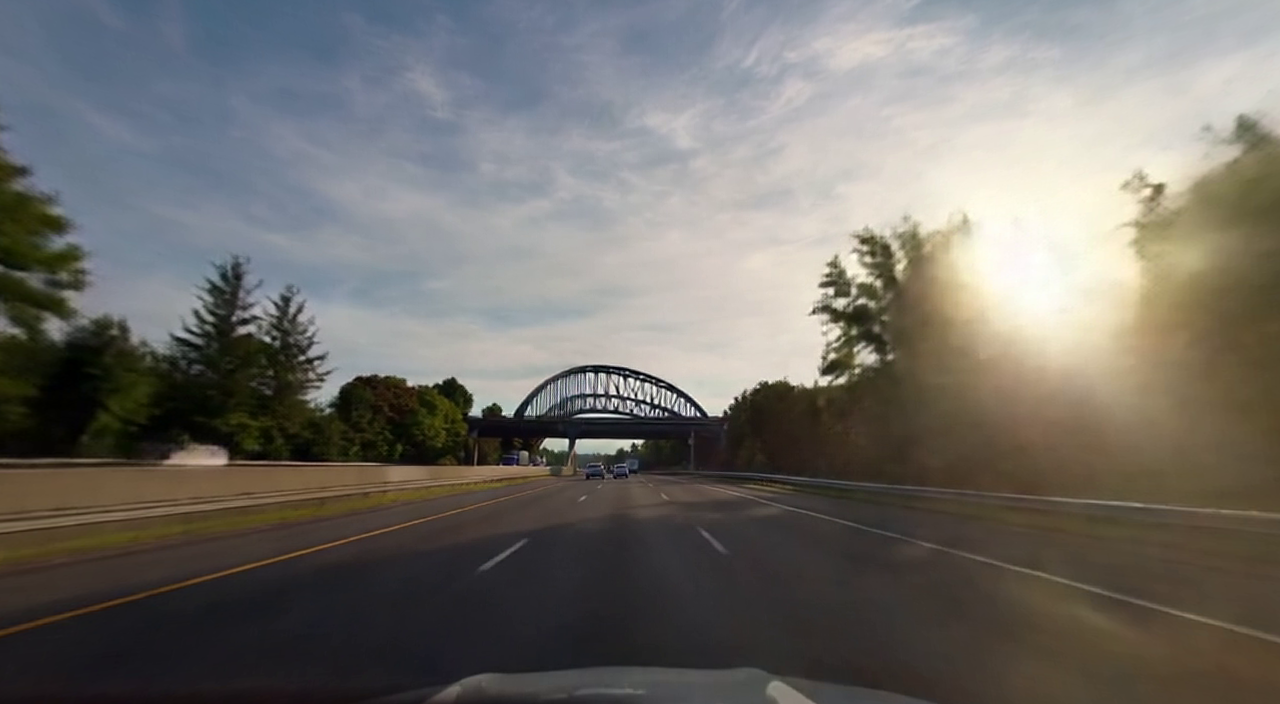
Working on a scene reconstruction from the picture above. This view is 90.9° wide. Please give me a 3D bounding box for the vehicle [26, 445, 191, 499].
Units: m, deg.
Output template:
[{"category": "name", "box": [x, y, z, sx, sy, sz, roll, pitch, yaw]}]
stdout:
[{"category": "vehicle", "box": [-16.160, 3.682, 19.456, 1.868, 1.456, 3.665, 1, -10, -1]}]
